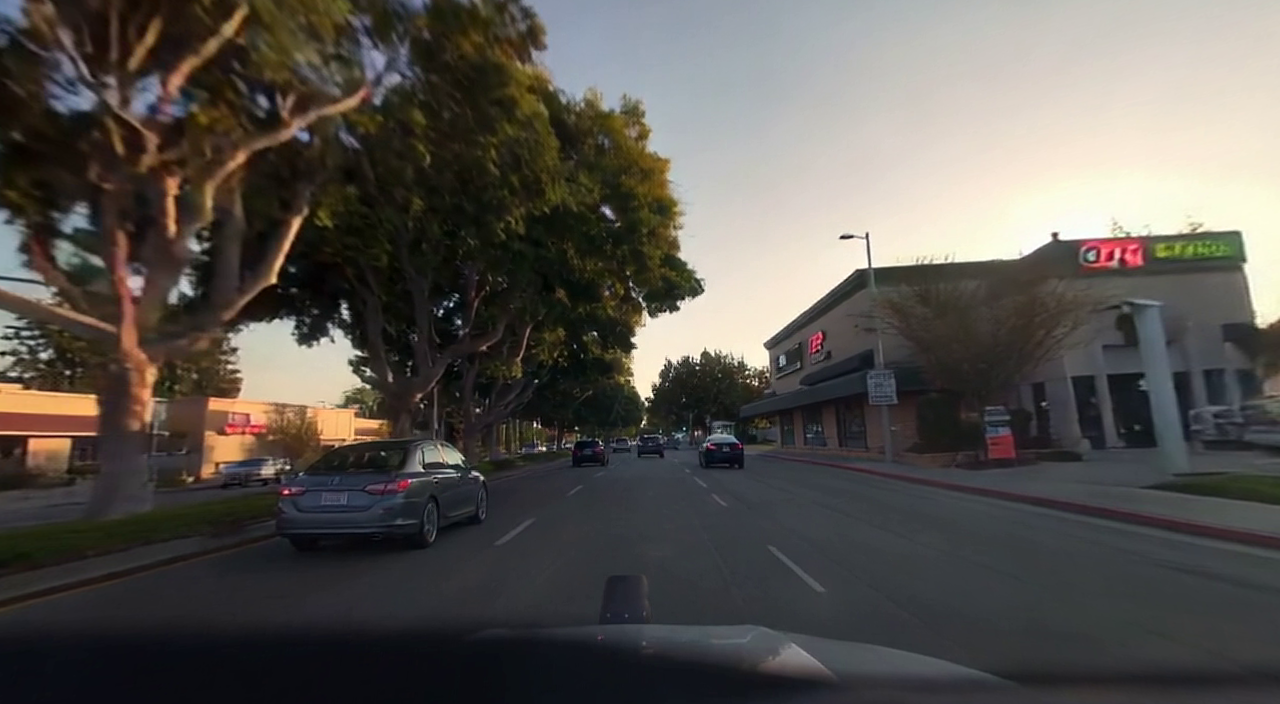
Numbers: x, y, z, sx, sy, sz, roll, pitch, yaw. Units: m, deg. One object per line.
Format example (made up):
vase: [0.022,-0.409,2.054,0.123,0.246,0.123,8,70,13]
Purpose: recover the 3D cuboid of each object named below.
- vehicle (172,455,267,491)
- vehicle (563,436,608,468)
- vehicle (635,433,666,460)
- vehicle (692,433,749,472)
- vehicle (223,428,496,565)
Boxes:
vehicle: [-22.522,6.469,34.006,1.951,1.691,4.483,0,-9,1]
vehicle: [-2.955,5.504,34.899,2.026,1.665,4.193,0,-8,1]
vehicle: [0.782,7.035,46.804,2.193,1.873,4.033,0,-8,0]
vehicle: [3.424,4.344,27.384,1.922,1.579,3.642,0,-8,-1]
vehicle: [-3.584,1.909,9.142,1.908,1.481,4.351,0,-8,1]
